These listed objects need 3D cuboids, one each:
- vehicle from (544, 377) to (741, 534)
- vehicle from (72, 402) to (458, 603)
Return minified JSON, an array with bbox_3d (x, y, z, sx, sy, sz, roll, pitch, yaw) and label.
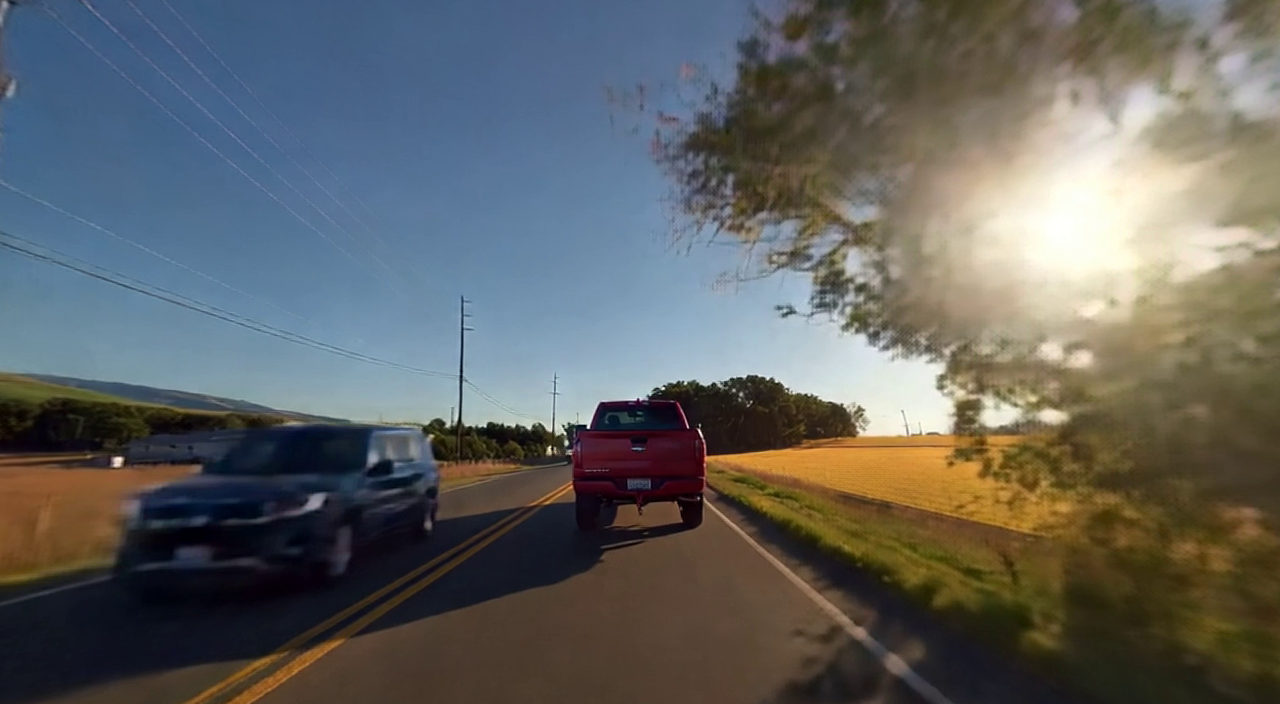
[{"bbox_3d":[-0.038,2.073,13.102,2.912,2.320,7.292,0,-8,-1],"label":"vehicle"},{"bbox_3d":[-3.886,1.625,7.692,2.051,1.735,4.259,0,-8,0],"label":"vehicle"}]
